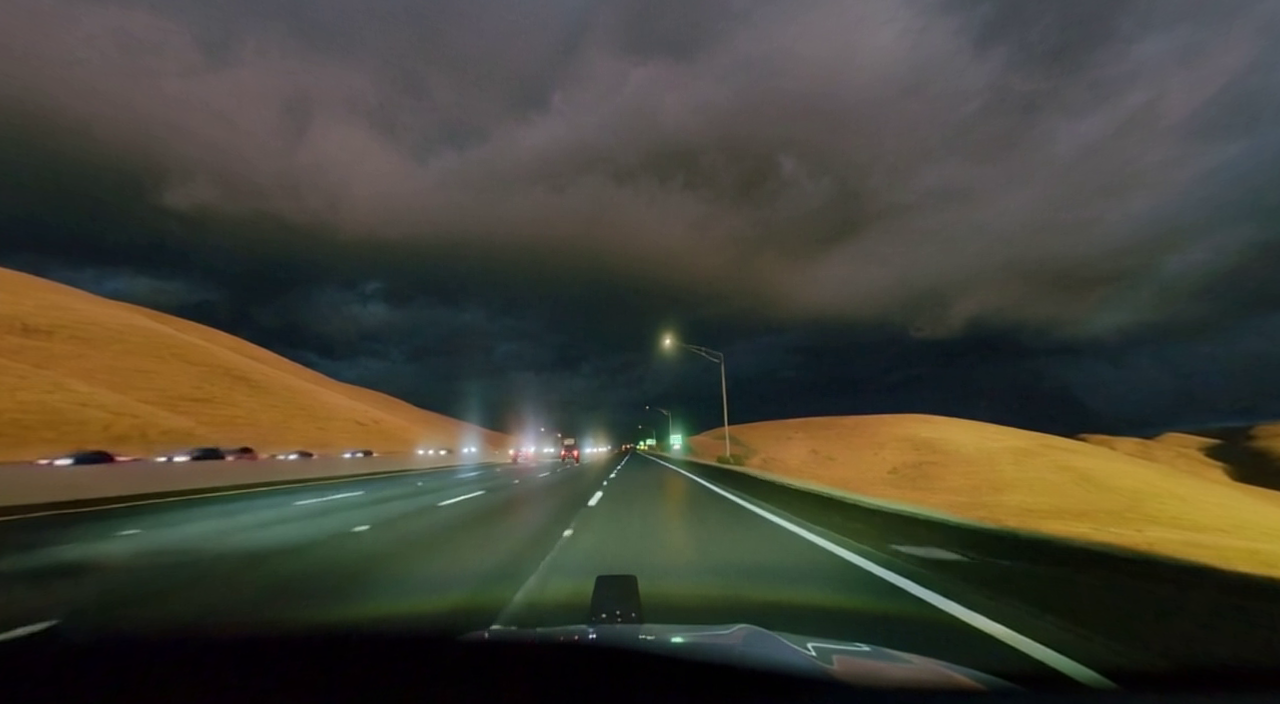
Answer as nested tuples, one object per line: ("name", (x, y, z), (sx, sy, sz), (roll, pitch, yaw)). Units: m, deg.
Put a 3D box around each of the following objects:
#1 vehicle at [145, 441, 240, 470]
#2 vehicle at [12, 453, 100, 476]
("vehicle", (-29.220, 6.768, 41.361), (2.251, 1.716, 5.570), (0, -9, -2))
("vehicle", (-41.242, 7.922, 44.622), (1.936, 1.481, 4.566), (0, -9, -2))
